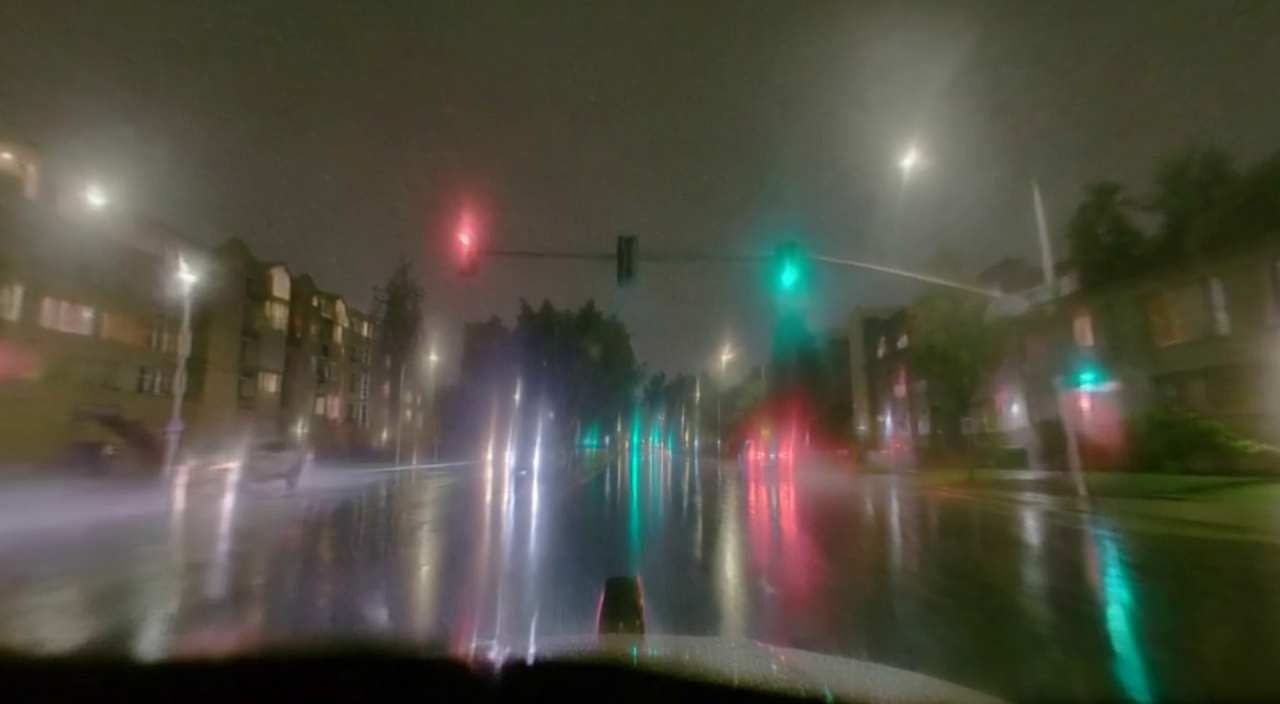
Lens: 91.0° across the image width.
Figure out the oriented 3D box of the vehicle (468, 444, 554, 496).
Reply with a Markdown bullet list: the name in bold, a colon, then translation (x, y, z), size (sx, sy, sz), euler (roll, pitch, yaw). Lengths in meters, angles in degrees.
- **vehicle**: translation (-4.262, 3.937, 21.523), size (2.003, 1.539, 4.396), euler (-1, -8, 1)

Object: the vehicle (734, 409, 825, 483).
- **vehicle**: translation (6.728, 4.725, 31.594), size (2.802, 3.208, 7.459), euler (0, -9, 0)

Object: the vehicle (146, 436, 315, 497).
- **vehicle**: translation (-14.867, 4.173, 23.474), size (2.292, 1.955, 5.882), euler (0, -9, 0)
